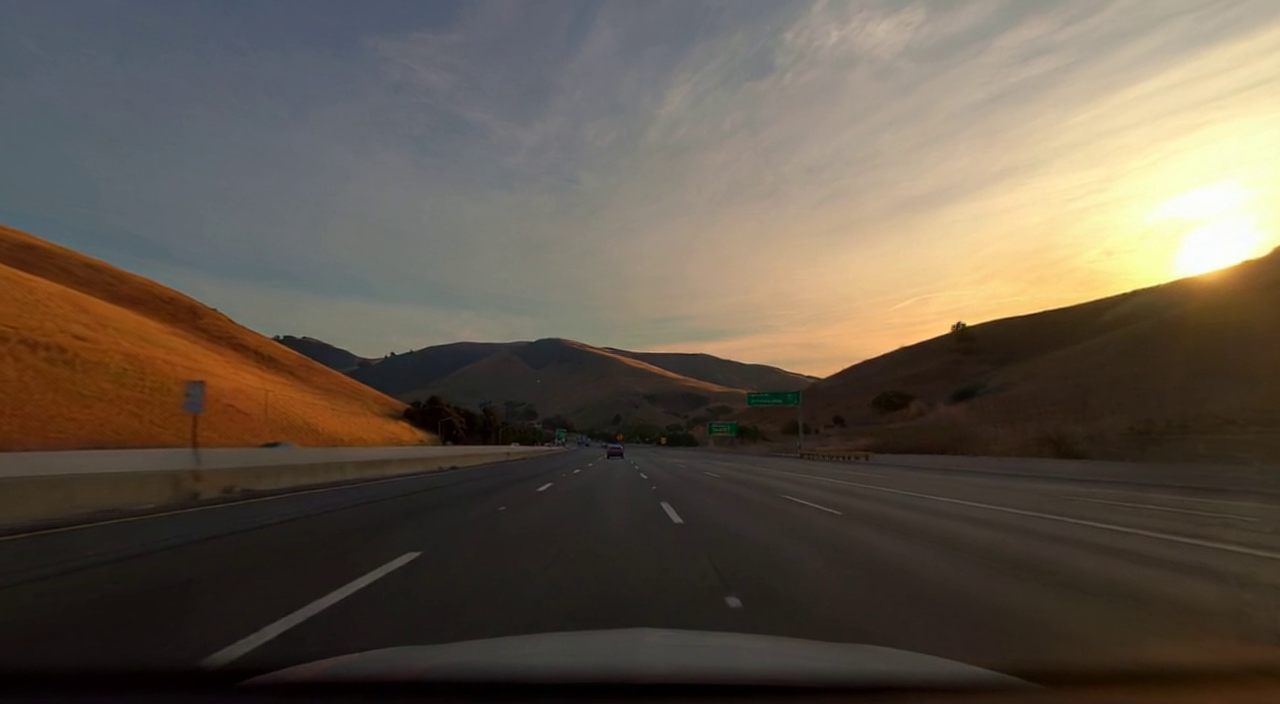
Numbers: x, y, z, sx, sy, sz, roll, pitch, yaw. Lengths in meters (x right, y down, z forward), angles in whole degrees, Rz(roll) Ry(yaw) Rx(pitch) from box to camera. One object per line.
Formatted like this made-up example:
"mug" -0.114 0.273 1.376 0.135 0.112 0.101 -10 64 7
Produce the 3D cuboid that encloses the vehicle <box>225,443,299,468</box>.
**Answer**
"vehicle" -24.513 6.716 41.083 2.199 1.481 4.230 0 -9 -1
